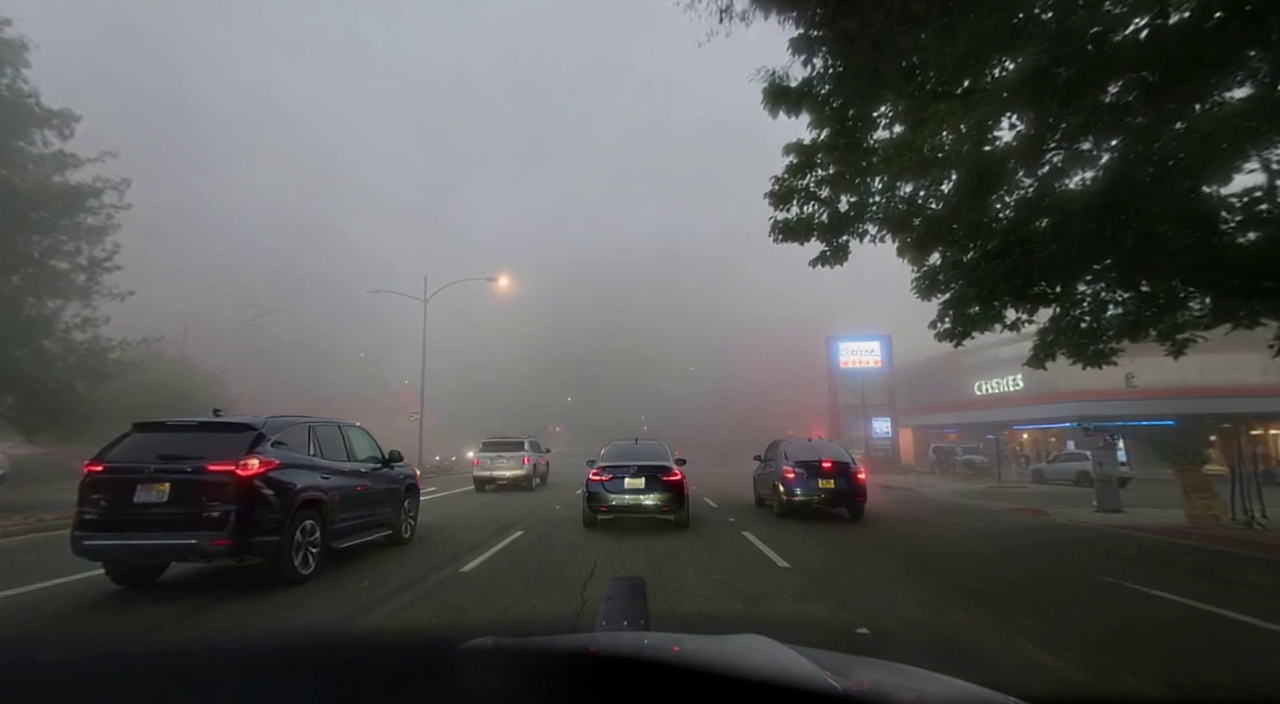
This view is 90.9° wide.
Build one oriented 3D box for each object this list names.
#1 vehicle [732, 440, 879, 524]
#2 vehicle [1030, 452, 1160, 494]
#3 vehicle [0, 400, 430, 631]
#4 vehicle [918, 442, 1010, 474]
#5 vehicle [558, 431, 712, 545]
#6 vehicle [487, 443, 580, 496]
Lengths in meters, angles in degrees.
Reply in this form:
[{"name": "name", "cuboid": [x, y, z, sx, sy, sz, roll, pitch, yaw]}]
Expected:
[{"name": "vehicle", "cuboid": [3.252, 2.633, 13.367, 1.979, 1.485, 4.207, 0, -8, 0]}, {"name": "vehicle", "cuboid": [17.416, 4.621, 24.473, 1.860, 1.408, 4.631, -1, -8, 4]}, {"name": "vehicle", "cuboid": [-3.962, 1.496, 6.711, 1.983, 1.685, 3.997, 0, -8, 1]}, {"name": "vehicle", "cuboid": [17.989, 5.858, 35.161, 1.907, 1.669, 4.147, 5, -9, -28]}, {"name": "vehicle", "cuboid": [-0.073, 2.179, 10.764, 2.121, 1.563, 4.031, 0, -8, 0]}, {"name": "vehicle", "cuboid": [-3.245, 3.666, 20.159, 2.126, 1.490, 4.265, 0, -8, 2]}]
